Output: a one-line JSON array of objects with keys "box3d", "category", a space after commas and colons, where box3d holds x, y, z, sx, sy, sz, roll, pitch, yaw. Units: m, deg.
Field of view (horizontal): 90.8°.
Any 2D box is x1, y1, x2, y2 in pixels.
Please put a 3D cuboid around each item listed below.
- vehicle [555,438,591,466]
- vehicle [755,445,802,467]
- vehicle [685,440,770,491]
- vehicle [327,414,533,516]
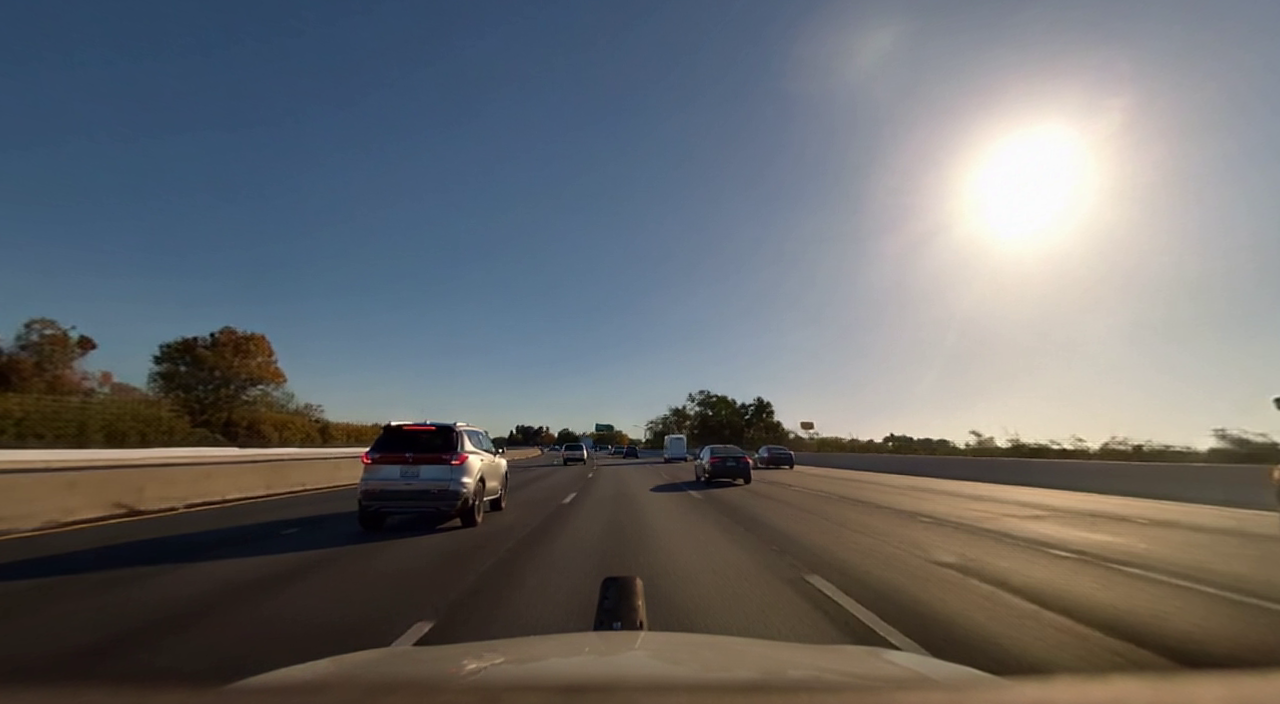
[{"box3d": [-4.618, 7.018, 44.313, 2.149, 1.843, 4.348, 1, -9, -2], "category": "vehicle"}, {"box3d": [9.812, 7.380, 44.953, 2.105, 1.496, 4.393, 0, -9, -3], "category": "vehicle"}, {"box3d": [2.828, 3.797, 21.496, 2.053, 1.510, 4.400, 0, -9, -3], "category": "vehicle"}, {"box3d": [-4.327, 2.510, 14.474, 2.684, 1.839, 5.803, 0, -9, 0], "category": "vehicle"}]
